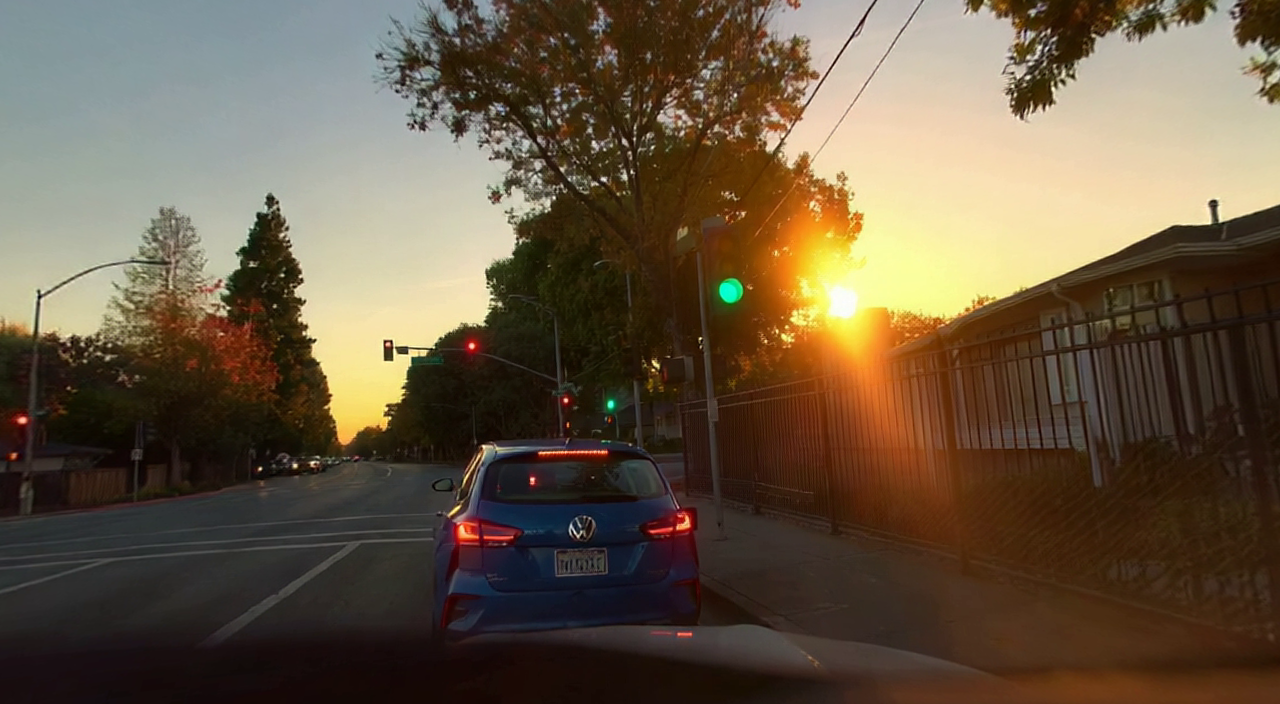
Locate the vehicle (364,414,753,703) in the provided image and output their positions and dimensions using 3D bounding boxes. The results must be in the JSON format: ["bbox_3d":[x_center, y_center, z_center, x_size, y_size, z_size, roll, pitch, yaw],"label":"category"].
[{"bbox_3d":[-0.669,1.363,5.229,2.024,1.502,3.702,1,-9,-9],"label":"vehicle"}]
